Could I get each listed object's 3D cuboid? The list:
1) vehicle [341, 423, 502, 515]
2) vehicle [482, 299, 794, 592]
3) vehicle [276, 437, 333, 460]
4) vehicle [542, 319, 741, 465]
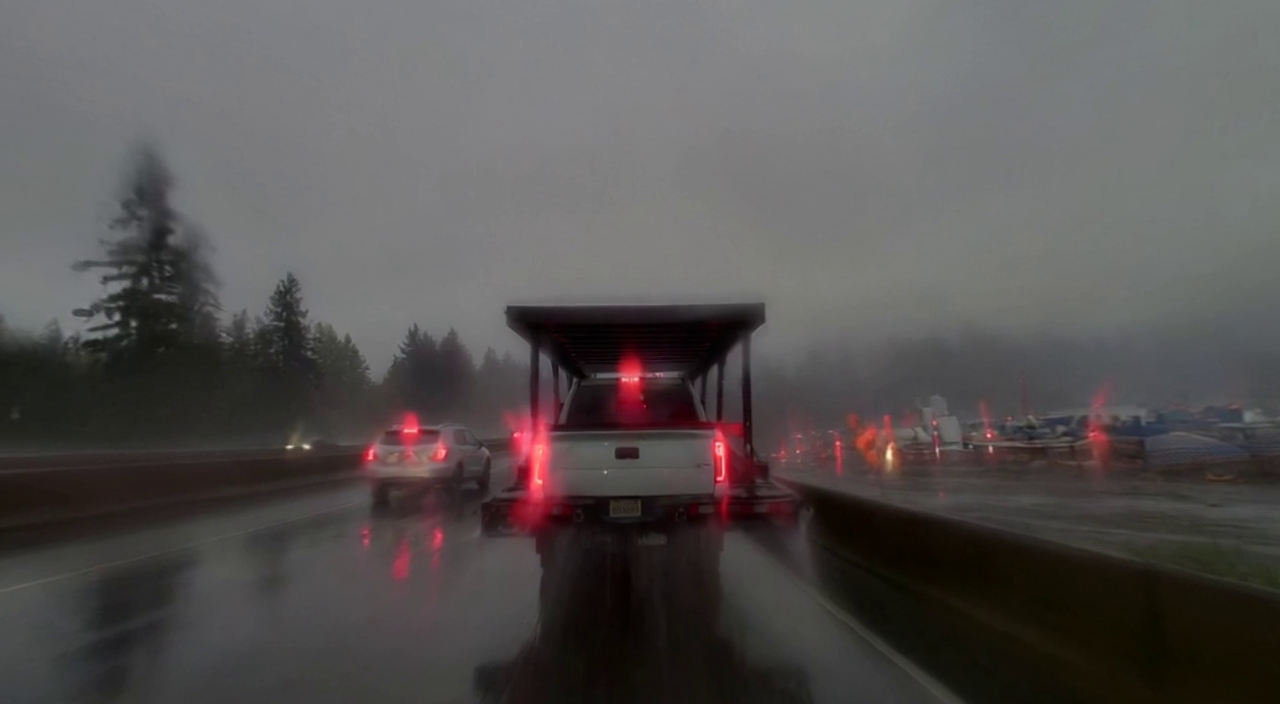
[{"bbox_3d":[-4.511,2.487,13.919,2.057,1.665,4.572,0,-9,-2],"label":"vehicle"},{"bbox_3d":[-0.203,1.584,10.867,2.735,2.597,10.435,0,-9,-2],"label":"vehicle"},{"bbox_3d":[-23.380,6.771,44.220,1.826,1.485,4.128,0,-9,-3],"label":"vehicle"},{"bbox_3d":[-0.077,0.781,9.261,2.156,1.604,4.680,0,-9,-2],"label":"vehicle"}]
